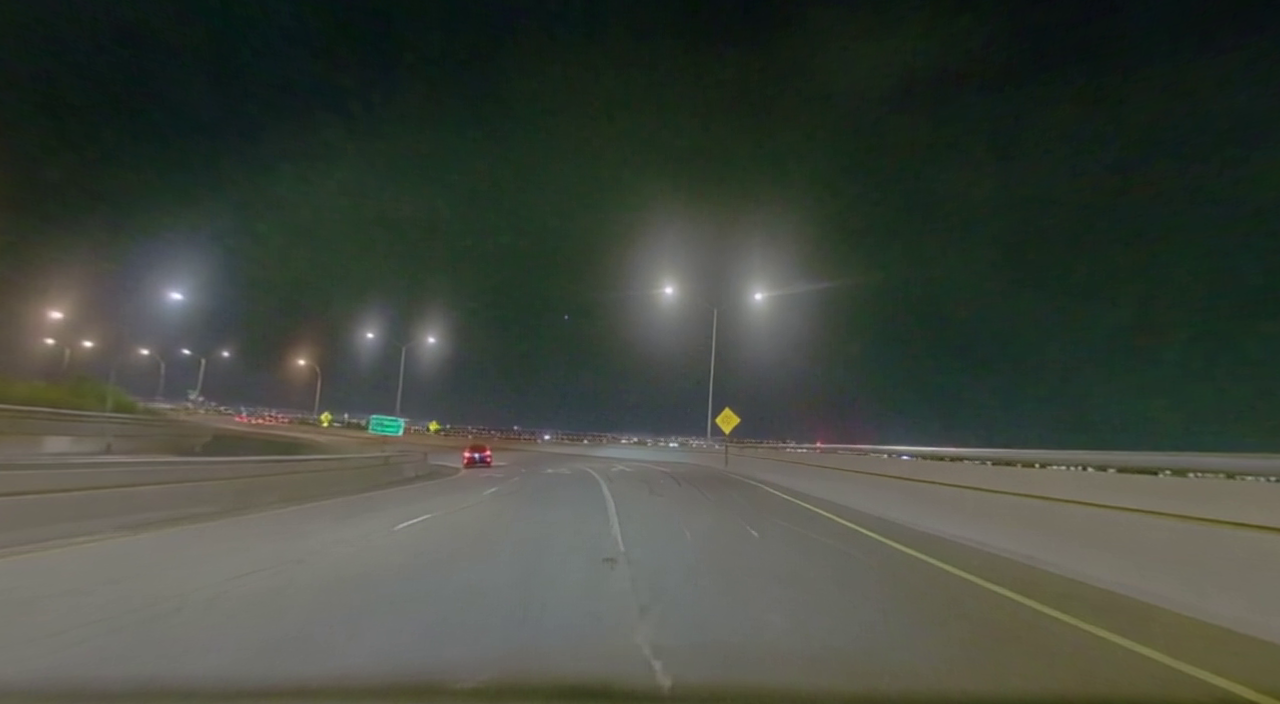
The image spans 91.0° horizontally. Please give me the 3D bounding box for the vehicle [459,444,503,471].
[{"bbox_3d":[-10.051,6.688,40.108,2.234,1.588,4.484,2,-9,-9],"label":"vehicle"}]
